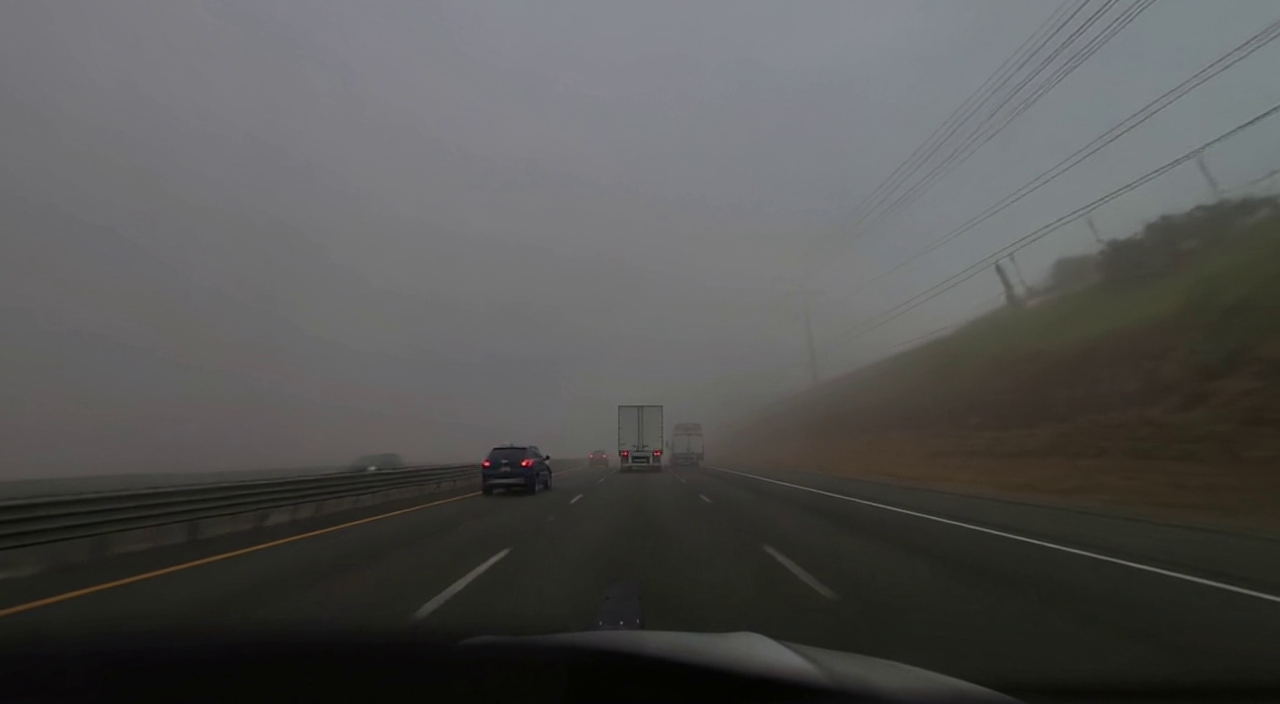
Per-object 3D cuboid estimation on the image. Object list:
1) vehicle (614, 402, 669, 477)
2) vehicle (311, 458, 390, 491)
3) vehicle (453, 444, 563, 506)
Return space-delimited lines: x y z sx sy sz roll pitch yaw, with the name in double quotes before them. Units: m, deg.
"vehicle" 0.149 5.581 39.598 2.985 4.025 10.982 0 -9 1
"vehicle" -14.367 6.075 31.578 1.931 1.464 4.412 0 -9 -1
"vehicle" -3.615 3.479 18.309 2.128 1.533 4.694 0 -9 1
